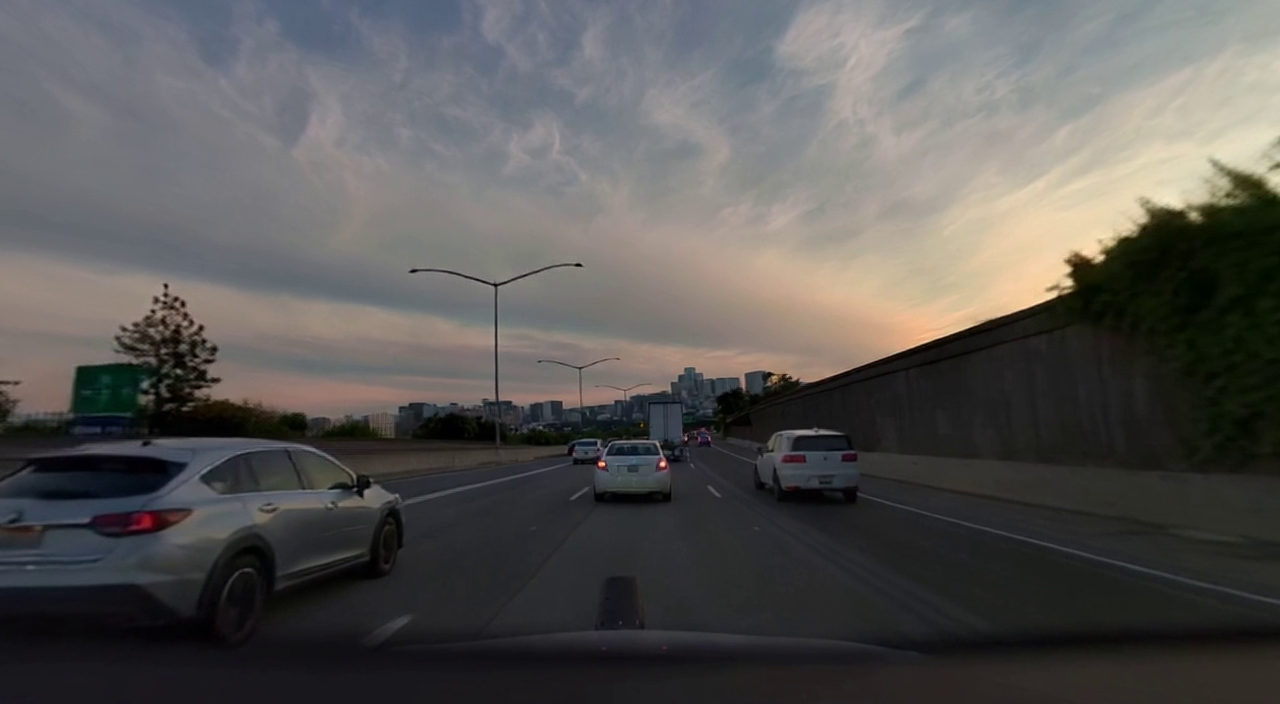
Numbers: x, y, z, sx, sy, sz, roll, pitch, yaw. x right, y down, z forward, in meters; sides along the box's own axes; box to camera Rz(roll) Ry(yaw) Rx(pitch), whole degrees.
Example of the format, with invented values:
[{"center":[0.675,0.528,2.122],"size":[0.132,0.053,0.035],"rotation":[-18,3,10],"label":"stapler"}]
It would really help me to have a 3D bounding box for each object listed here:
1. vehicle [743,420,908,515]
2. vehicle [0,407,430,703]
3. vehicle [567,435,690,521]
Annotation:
[{"center":[3.686,2.406,13.627],"size":[2.166,1.666,4.618],"rotation":[0,-9,0],"label":"vehicle"},{"center":[-3.693,1.351,5.125],"size":[2.130,1.474,5.027],"rotation":[-1,-9,2],"label":"vehicle"},{"center":[-0.167,2.496,13.031],"size":[2.136,1.470,3.971],"rotation":[0,-9,1],"label":"vehicle"}]
